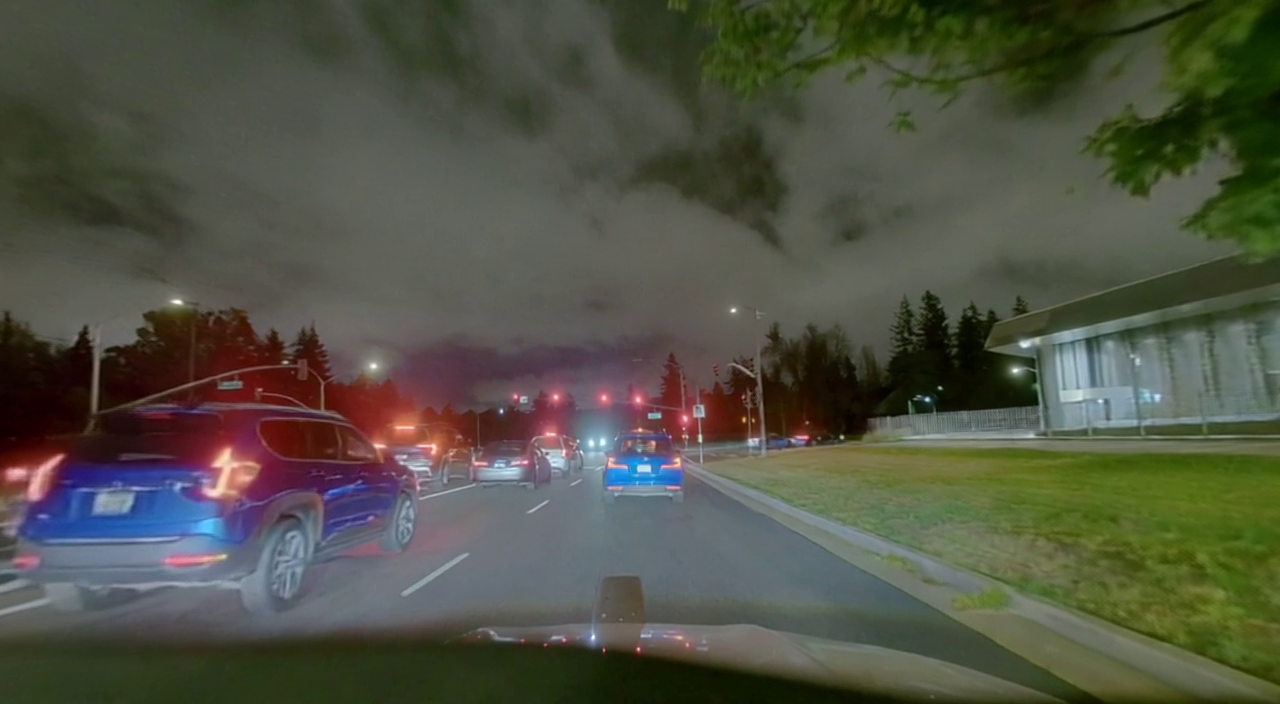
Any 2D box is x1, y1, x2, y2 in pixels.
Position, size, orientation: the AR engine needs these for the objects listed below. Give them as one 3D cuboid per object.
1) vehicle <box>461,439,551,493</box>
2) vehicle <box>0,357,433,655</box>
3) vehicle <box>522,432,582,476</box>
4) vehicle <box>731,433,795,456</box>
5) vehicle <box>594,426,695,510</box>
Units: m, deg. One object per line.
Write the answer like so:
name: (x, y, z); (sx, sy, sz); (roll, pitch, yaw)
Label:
vehicle: (-4.110, 3.569, 20.154); (1.942, 1.523, 4.212); (0, -9, 0)
vehicle: (-4.078, 1.384, 6.769); (2.088, 1.947, 5.119); (0, -9, -1)
vehicle: (-3.916, 4.652, 28.877); (2.043, 1.813, 4.549); (0, -9, 0)
vehicle: (8.623, 6.538, 44.638); (4.265, 1.498, 1.826); (-1, -9, 6)
vehicle: (0.081, 2.687, 15.079); (2.055, 1.681, 4.270); (0, -9, 0)
